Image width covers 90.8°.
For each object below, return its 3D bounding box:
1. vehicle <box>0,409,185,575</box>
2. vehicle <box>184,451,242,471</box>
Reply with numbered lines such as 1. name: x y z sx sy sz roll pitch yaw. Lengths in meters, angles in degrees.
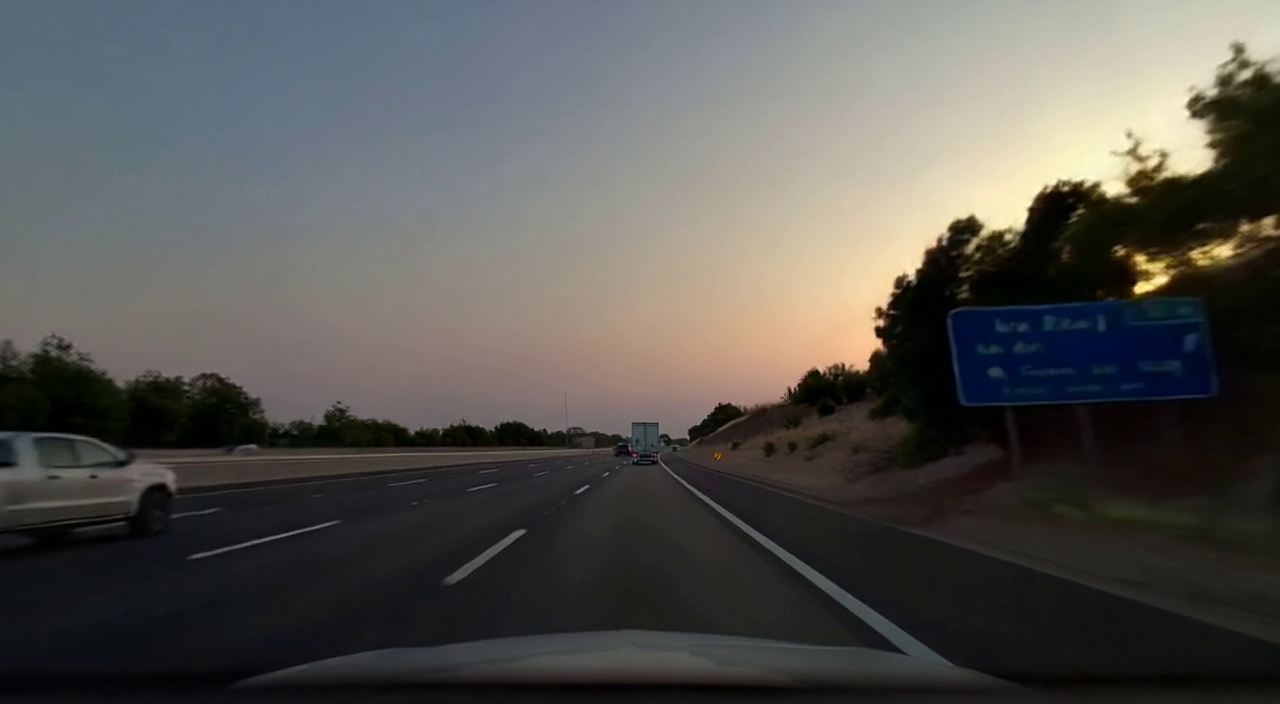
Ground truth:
1. vehicle: -7.579 1.458 6.578 2.067 1.676 4.789 0 -9 0
2. vehicle: -32.702 8.350 48.467 1.731 1.433 3.752 -1 -9 2
